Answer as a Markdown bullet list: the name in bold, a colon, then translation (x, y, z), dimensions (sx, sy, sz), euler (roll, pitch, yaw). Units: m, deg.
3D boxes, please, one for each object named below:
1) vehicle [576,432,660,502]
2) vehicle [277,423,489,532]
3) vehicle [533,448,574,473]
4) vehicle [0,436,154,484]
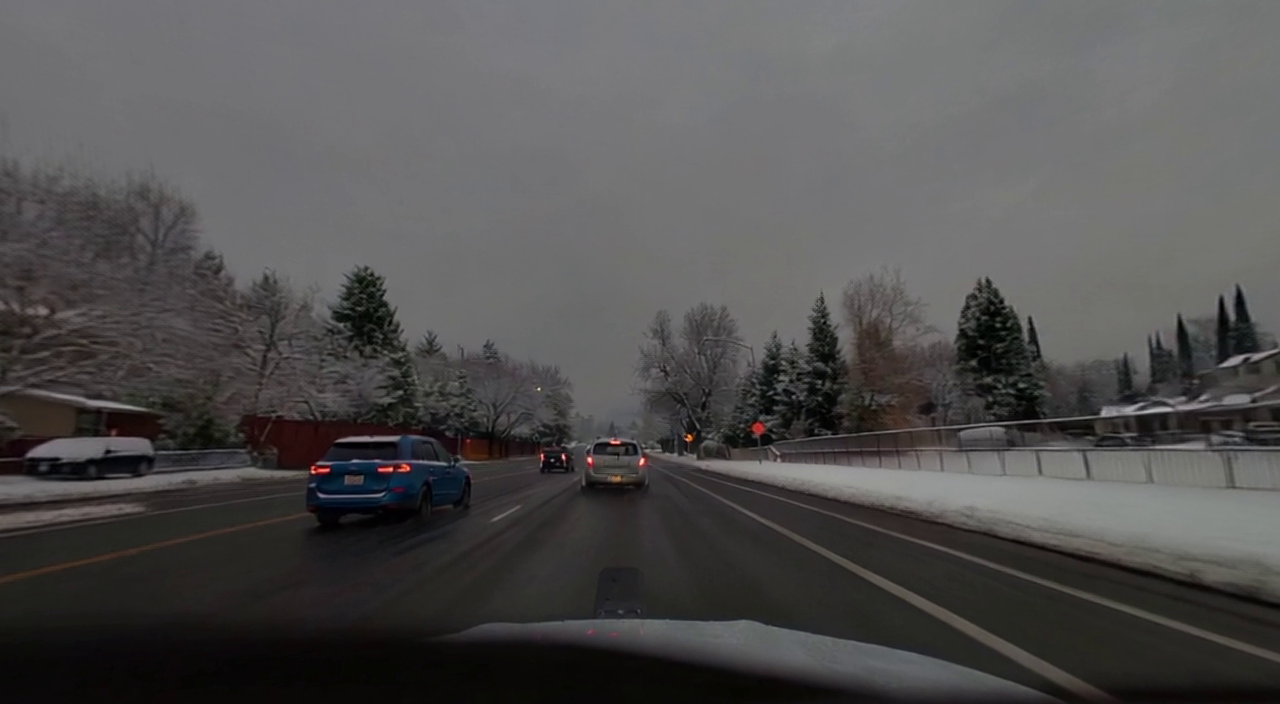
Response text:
- **vehicle**: translation (-0.608, 3.287, 18.361), dimensions (2.131, 1.761, 4.242), euler (0, -9, -1)
- **vehicle**: translation (-4.684, 2.374, 12.508), dimensions (2.243, 1.722, 4.621), euler (0, -9, 0)
- **vehicle**: translation (-5.419, 6.864, 40.137), dimensions (2.014, 1.493, 4.658), euler (0, -9, -1)
- **vehicle**: translation (-25.689, 4.886, 28.707), dimensions (5.216, 2.058, 2.299), euler (0, -9, -1)
